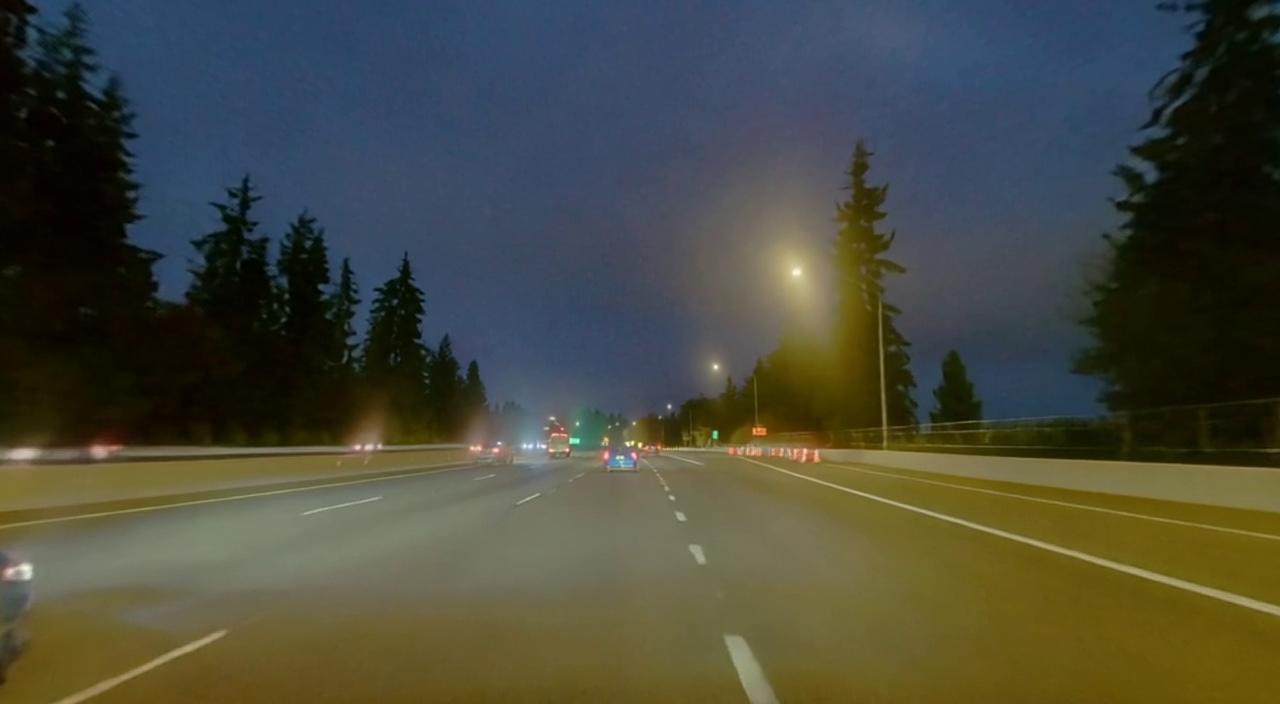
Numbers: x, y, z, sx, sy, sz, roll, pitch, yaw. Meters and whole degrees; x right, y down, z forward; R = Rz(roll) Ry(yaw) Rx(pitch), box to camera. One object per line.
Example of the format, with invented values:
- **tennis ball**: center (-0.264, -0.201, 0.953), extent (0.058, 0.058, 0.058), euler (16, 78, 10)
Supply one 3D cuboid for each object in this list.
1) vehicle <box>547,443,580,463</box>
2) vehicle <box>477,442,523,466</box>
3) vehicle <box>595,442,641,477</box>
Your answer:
- **vehicle**: center (-5.651, 7.459, 46.599), extent (1.951, 1.439, 4.633), euler (0, -8, -1)
- **vehicle**: center (-8.942, 6.515, 40.364), extent (1.946, 1.472, 4.472), euler (0, -8, -1)
- **vehicle**: center (-0.924, 4.878, 28.952), extent (1.963, 1.462, 4.681), euler (0, -8, 0)
